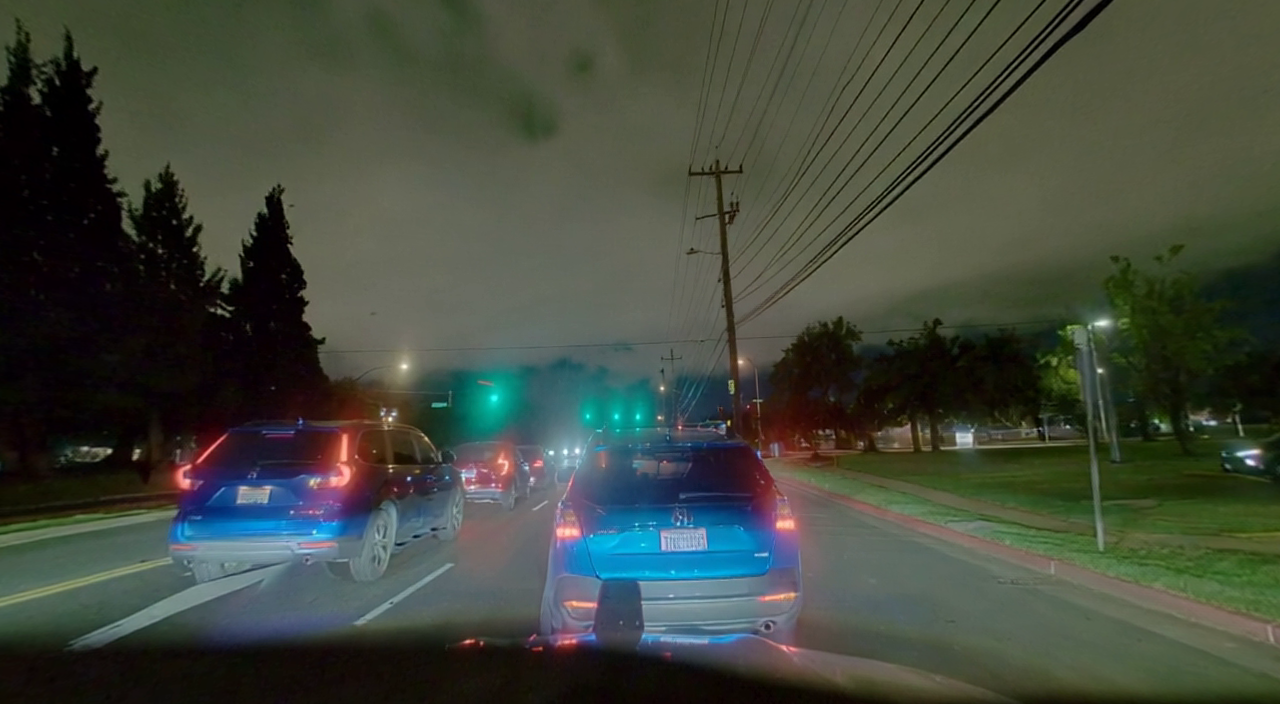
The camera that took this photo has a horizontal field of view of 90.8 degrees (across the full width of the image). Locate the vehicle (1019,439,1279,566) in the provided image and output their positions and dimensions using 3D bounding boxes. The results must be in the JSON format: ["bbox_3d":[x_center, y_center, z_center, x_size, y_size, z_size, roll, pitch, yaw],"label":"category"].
[{"bbox_3d":[8.387,2.151,9.920,1.993,1.508,4.521,0,-9,-1],"label":"vehicle"}]

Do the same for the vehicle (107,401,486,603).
[{"bbox_3d":[-3.473,1.606,7.637,2.105,1.706,4.337,0,-9,0],"label":"vehicle"}]

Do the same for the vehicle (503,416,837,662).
[{"bbox_3d":[0.116,1.446,5.963,2.056,1.487,4.003,0,-9,-2],"label":"vehicle"}]
